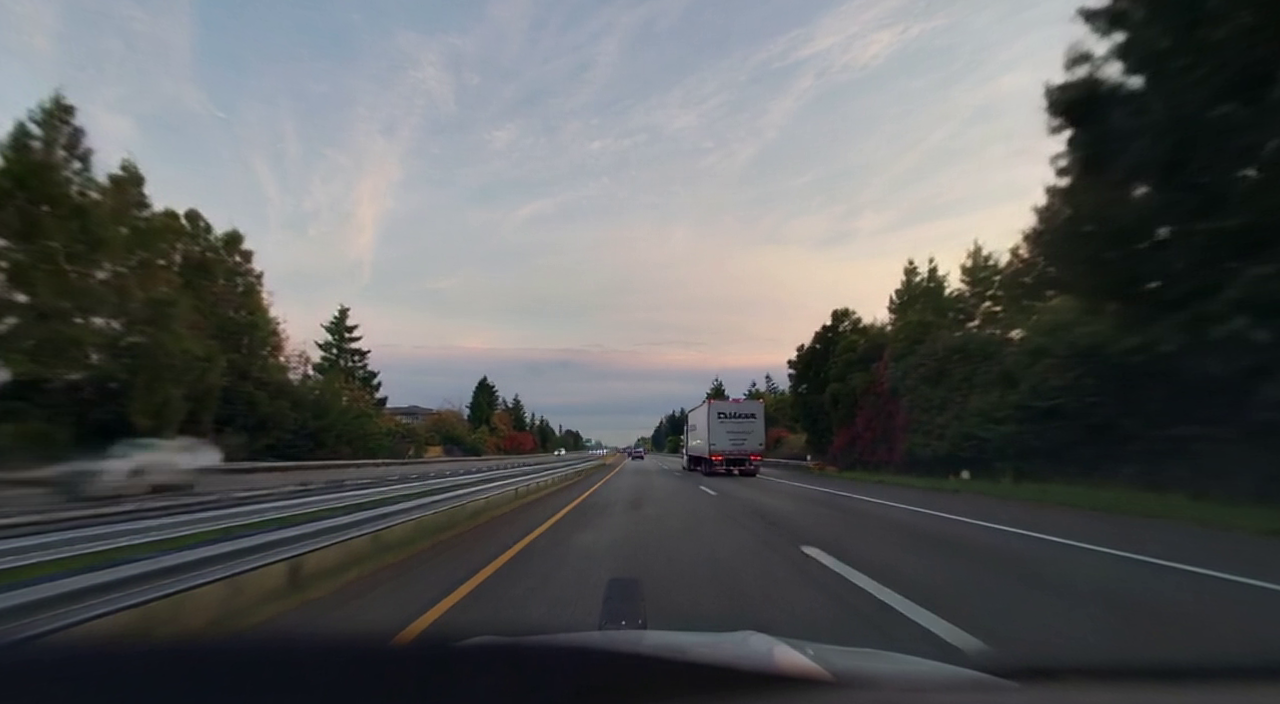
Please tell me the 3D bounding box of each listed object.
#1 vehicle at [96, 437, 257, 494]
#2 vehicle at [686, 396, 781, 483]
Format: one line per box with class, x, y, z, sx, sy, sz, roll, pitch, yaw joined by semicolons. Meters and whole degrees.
vehicle;-13.091;3.215;18.121;1.792;1.449;3.693;0;-9;0
vehicle;4.139;4.381;30.986;2.876;3.419;11.591;0;-9;0
